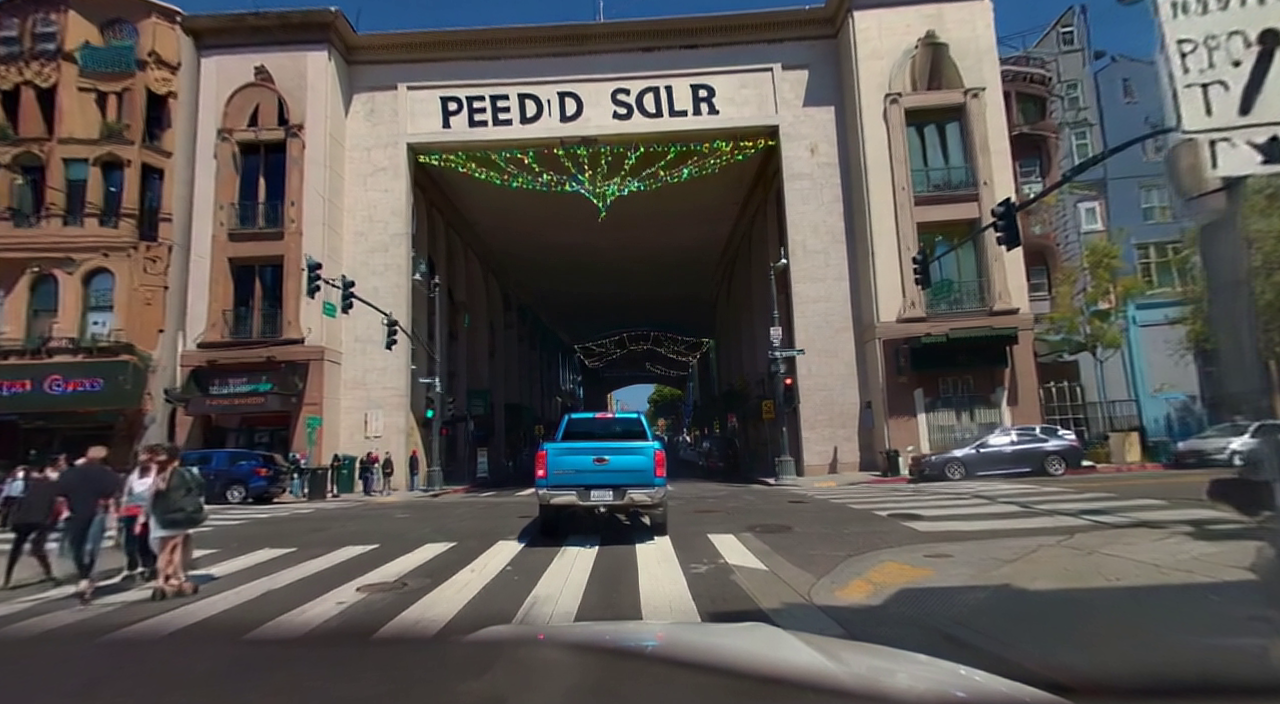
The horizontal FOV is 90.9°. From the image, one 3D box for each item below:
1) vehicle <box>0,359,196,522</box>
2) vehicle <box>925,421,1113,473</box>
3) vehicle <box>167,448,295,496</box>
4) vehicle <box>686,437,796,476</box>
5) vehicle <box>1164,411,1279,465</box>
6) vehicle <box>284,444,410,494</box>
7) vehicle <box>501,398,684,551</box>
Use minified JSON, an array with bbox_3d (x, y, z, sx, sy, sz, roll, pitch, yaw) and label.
[{"bbox_3d":[-22.252,2.772,19.880,13.729,4.662,3.300,0,-8,0],"label":"vehicle"},{"bbox_3d":[11.580,2.928,19.504,4.600,1.506,1.878,0,-8,-1],"label":"vehicle"},{"bbox_3d":[-18.625,5.464,28.839,4.398,2.057,1.959,0,-8,-1],"label":"vehicle"},{"bbox_3d":[4.267,4.506,27.269,4.515,1.583,1.920,-1,-8,3],"label":"vehicle"},{"bbox_3d":[19.276,2.681,19.534,4.390,1.552,1.925,1,-8,-4],"label":"vehicle"},{"bbox_3d":[-13.289,5.318,28.753,4.799,1.909,2.011,-3,-7,2],"label":"vehicle"},{"bbox_3d":[-0.990,2.062,11.378,2.477,2.020,5.534,1,-9,-8],"label":"vehicle"}]
